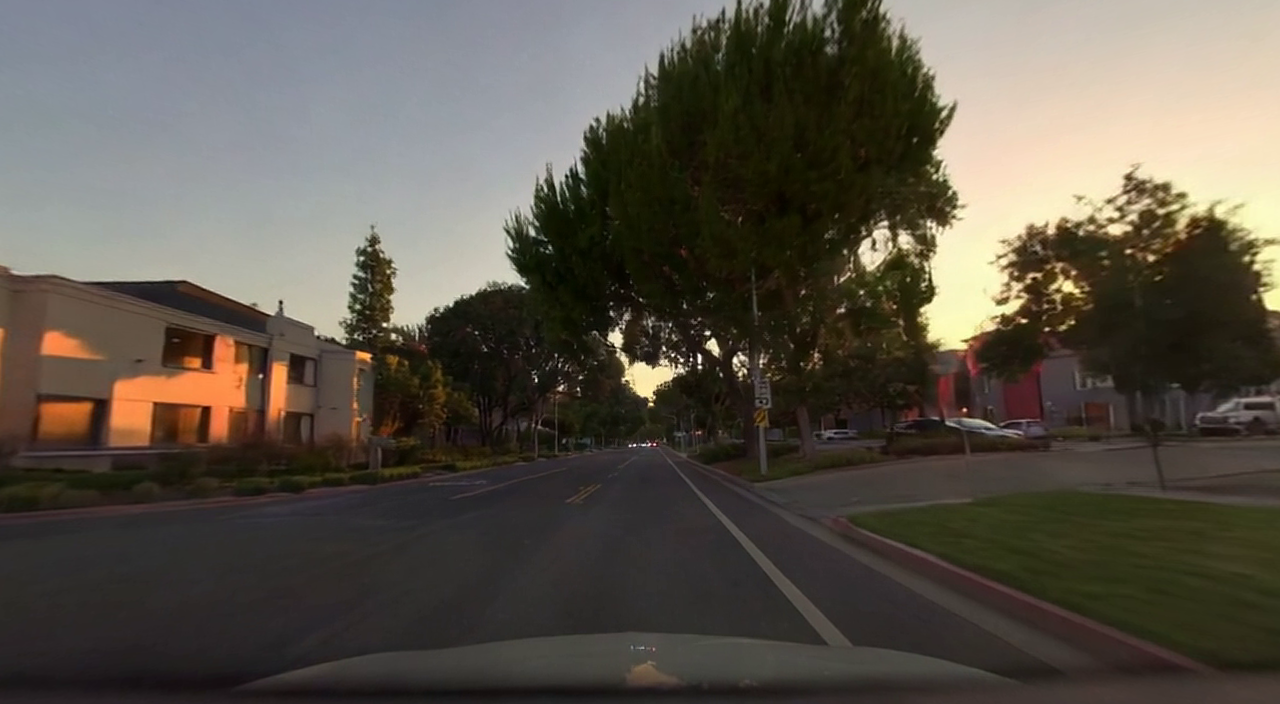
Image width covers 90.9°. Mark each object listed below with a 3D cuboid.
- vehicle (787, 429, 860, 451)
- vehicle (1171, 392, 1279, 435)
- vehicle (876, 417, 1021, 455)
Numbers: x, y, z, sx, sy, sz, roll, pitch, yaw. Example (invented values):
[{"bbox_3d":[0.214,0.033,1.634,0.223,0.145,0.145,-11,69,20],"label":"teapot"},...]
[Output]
[{"bbox_3d":[13.130,6.338,45.339,4.529,1.490,2.168,1,-8,-5],"label":"vehicle"},{"bbox_3d":[27.255,2.894,28.835,1.850,1.706,4.610,0,-8,0],"label":"vehicle"},{"bbox_3d":[12.772,3.528,26.356,4.955,1.489,2.002,0,-8,1],"label":"vehicle"}]
